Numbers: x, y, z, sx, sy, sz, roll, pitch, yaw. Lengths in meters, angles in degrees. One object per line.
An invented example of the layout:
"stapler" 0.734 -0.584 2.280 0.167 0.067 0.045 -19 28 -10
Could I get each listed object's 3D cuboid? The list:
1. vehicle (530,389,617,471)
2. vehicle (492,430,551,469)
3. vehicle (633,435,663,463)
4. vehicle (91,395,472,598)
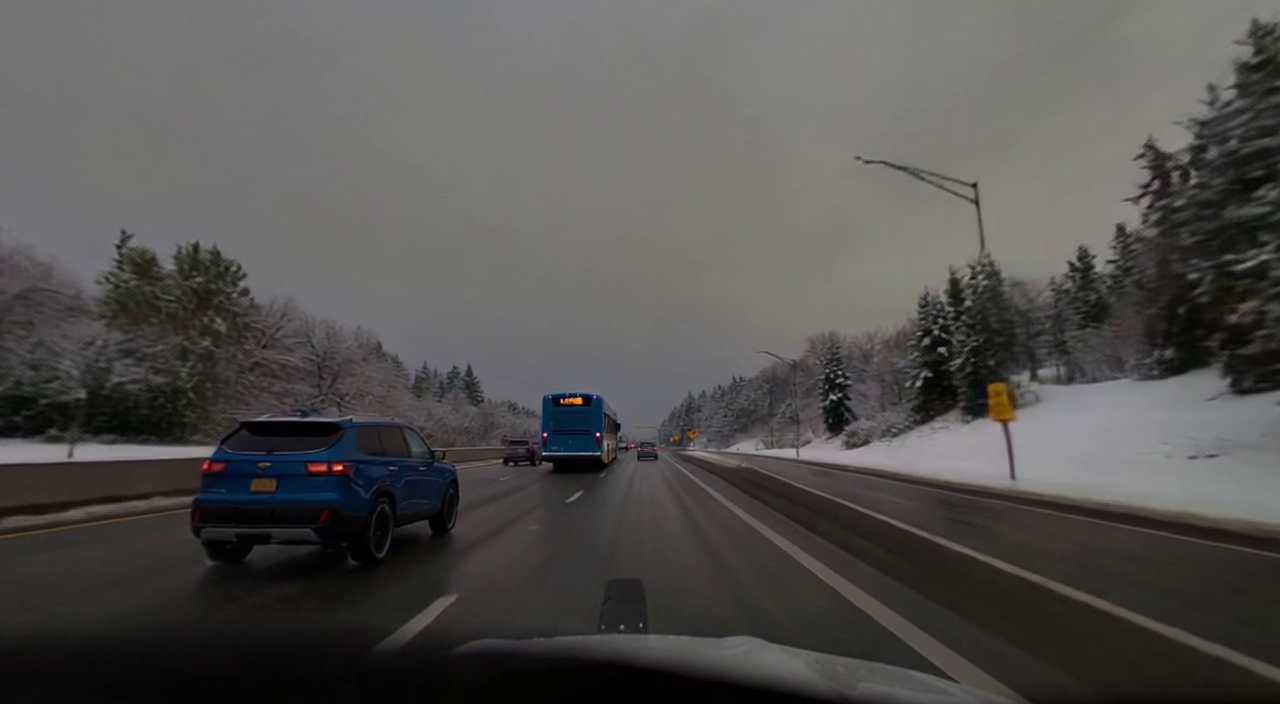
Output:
"vehicle" -3.308 4.542 35.264 3.382 3.712 11.766 1 -9 1
"vehicle" -6.920 5.843 37.739 2.282 2.116 6.030 0 -9 1
"vehicle" 0.592 7.208 46.900 2.083 2.001 4.782 0 -9 0
"vehicle" -3.662 1.556 7.603 2.021 1.730 4.223 0 -9 1
